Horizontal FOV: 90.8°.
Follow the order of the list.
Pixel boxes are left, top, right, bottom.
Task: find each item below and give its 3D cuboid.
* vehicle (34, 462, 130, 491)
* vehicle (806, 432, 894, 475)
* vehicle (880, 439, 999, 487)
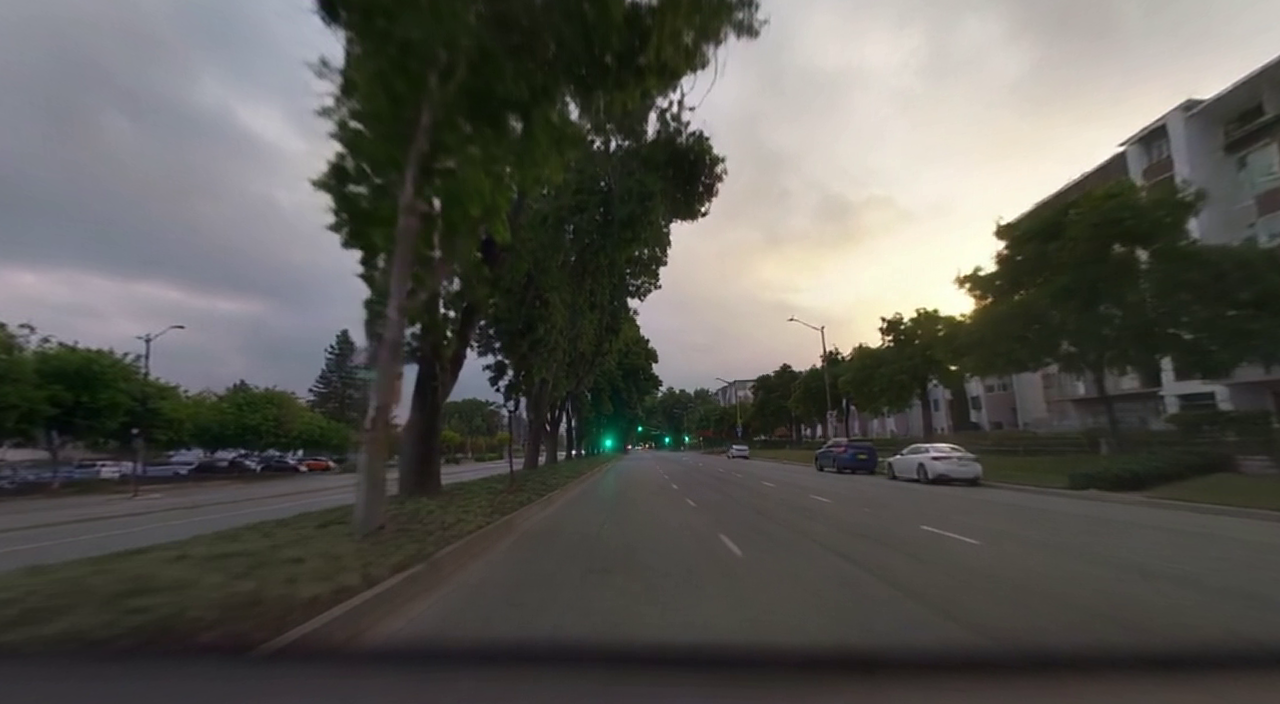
[{"bbox_3d":[-32.843,7.315,37.244,3.802,1.590,1.968,-1,-9,3],"label":"vehicle"},{"bbox_3d":[9.860,4.814,30.201,2.272,1.843,4.913,1,-9,-3],"label":"vehicle"},{"bbox_3d":[10.100,3.762,21.761,1.964,1.477,4.459,0,-9,0],"label":"vehicle"}]
